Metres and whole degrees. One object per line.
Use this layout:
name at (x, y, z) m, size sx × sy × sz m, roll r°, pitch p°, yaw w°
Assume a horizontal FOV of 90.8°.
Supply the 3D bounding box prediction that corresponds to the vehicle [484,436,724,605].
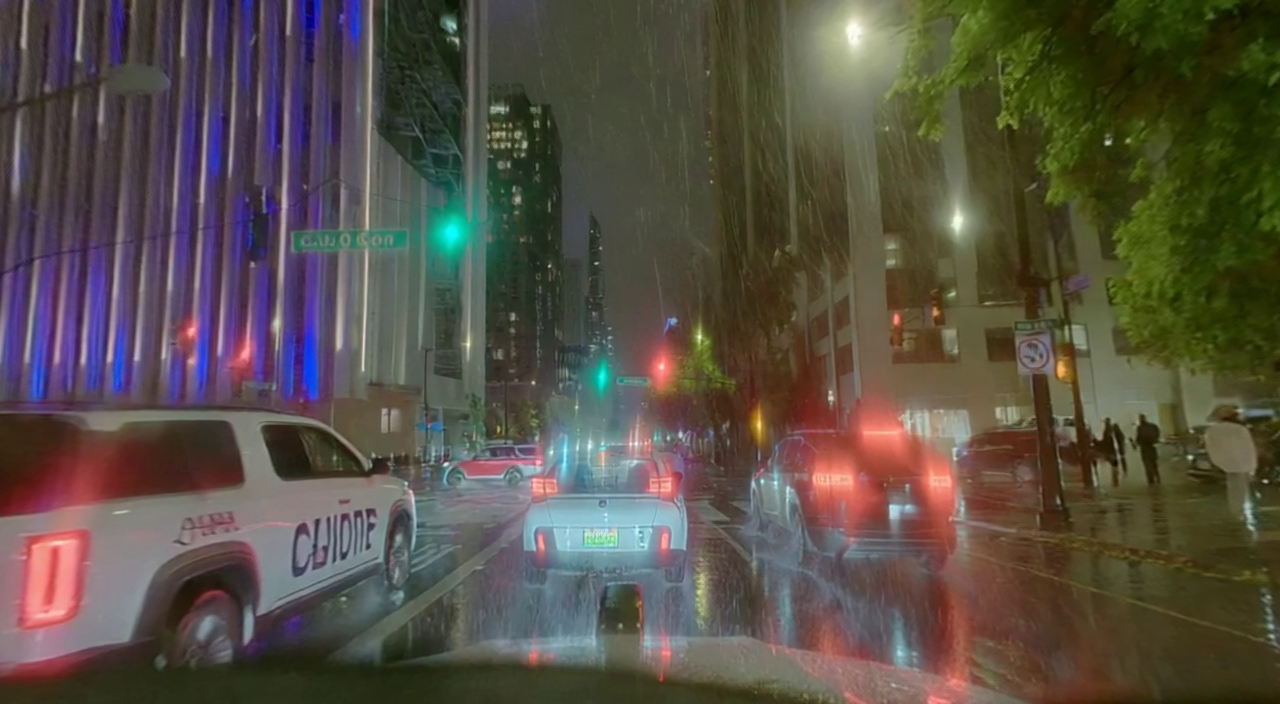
vehicle at (-0.350, 1.786, 7.661) m, size 2.092 × 1.454 × 4.132 m, roll 0°, pitch -8°, yaw -1°

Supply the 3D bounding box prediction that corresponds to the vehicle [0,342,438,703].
vehicle at (-3.619, 1.251, 5.165) m, size 2.190 × 1.840 × 5.272 m, roll 0°, pitch -8°, yaw 0°

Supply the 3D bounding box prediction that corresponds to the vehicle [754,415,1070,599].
vehicle at (3.029, 1.833, 8.476) m, size 2.072 × 1.735 × 4.759 m, roll 0°, pitch -8°, yaw 0°

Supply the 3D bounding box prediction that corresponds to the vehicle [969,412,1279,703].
vehicle at (2.742, 0.804, 1.111) m, size 1.902 × 1.454 × 4.540 m, roll 0°, pitch -8°, yaw 0°

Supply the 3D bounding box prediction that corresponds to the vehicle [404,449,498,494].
vehicle at (-7.185, 4.383, 23.683) m, size 2.114 × 1.478 × 4.673 m, roll 5°, pitch -10°, yaw -32°
